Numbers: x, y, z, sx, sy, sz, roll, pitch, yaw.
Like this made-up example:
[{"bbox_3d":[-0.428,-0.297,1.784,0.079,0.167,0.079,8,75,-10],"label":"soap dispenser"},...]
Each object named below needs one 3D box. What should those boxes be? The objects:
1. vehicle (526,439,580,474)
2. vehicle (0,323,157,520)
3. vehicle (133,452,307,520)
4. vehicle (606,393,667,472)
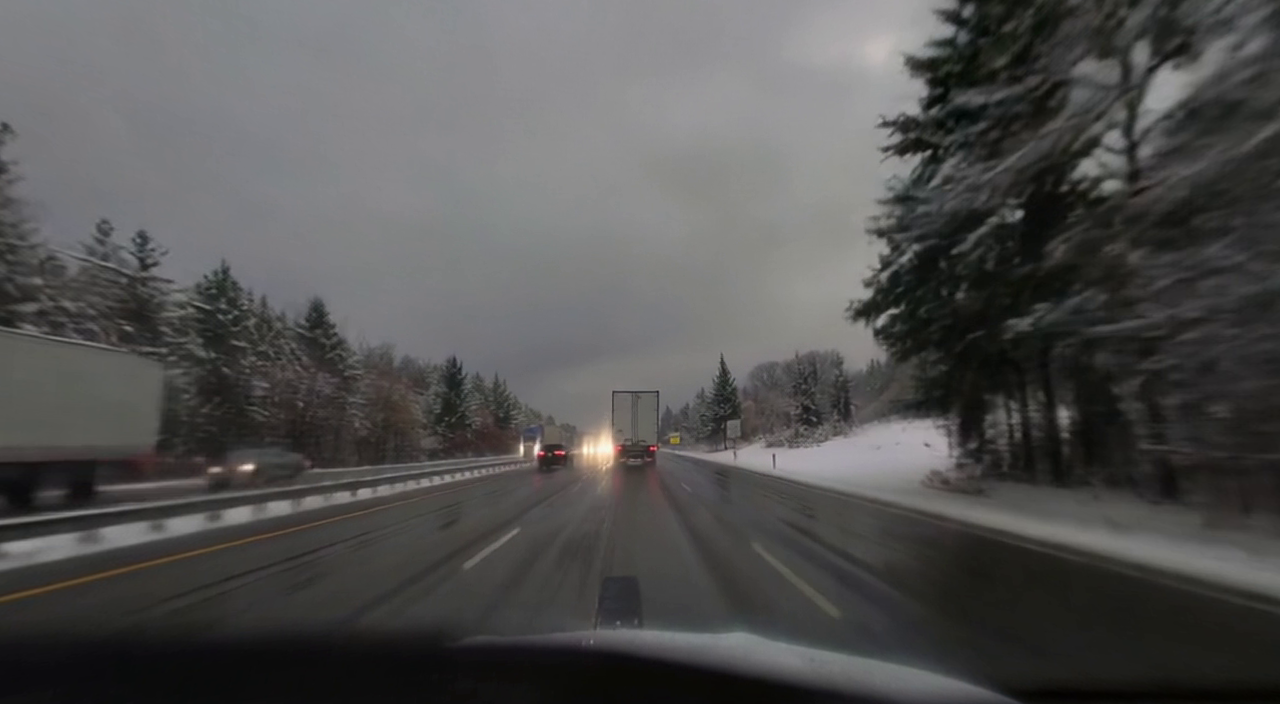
[{"bbox_3d":[-4.259,5.220,31.426,2.112,1.645,4.129,0,-9,0],"label":"vehicle"},{"bbox_3d":[-15.031,1.035,10.414,2.929,4.123,14.002,0,-9,0],"label":"vehicle"},{"bbox_3d":[-10.284,3.254,15.746,1.751,1.448,3.765,0,-9,0],"label":"vehicle"},{"bbox_3d":[-0.249,4.967,37.747,3.100,4.091,10.664,0,-9,-1],"label":"vehicle"}]
